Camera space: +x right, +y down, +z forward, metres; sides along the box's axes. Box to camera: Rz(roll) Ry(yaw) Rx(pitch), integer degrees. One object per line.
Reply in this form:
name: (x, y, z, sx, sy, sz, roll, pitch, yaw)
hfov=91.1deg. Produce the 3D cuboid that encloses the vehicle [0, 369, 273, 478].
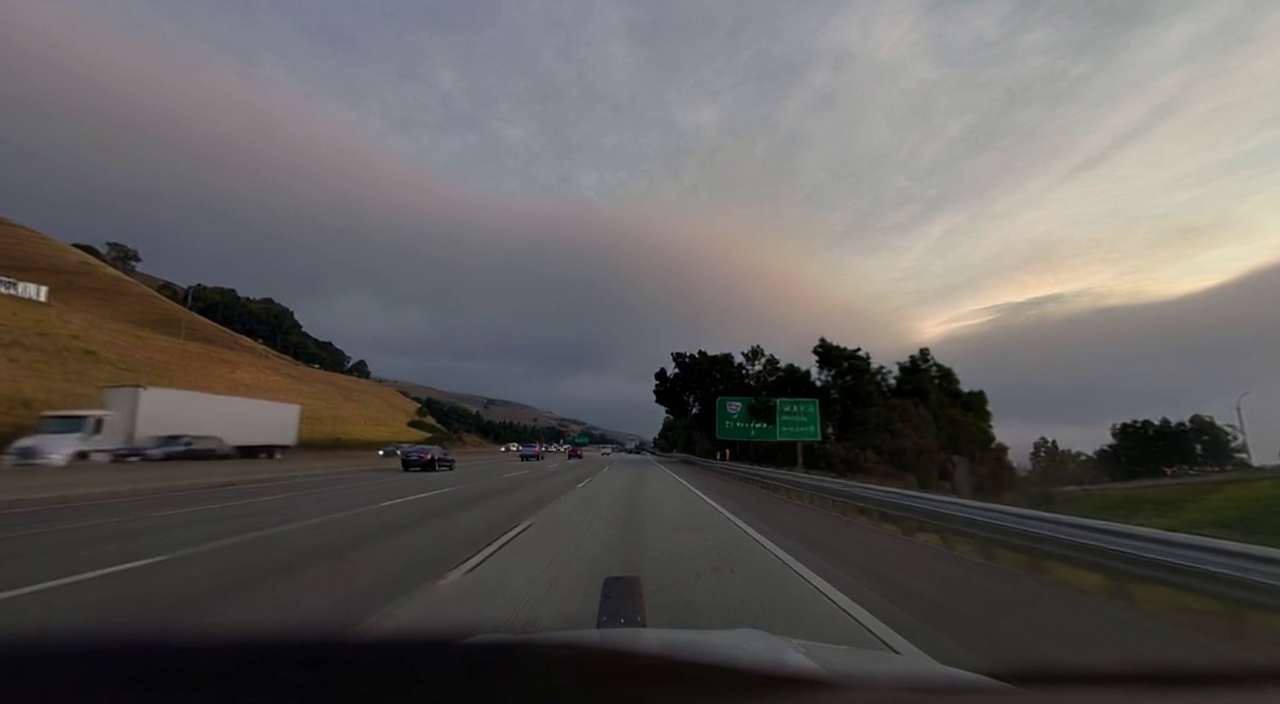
vehicle: (-21.944, 3.417, 28.398, 2.931, 3.787, 12.999, 0, -8, 0)

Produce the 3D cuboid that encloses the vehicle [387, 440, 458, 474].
vehicle: (-11.058, 5.346, 32.317, 2.001, 1.625, 4.528, 0, -8, 0)

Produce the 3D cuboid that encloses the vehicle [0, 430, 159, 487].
vehicle: (-17.570, 3.225, 19.391, 1.940, 1.542, 4.410, 0, -8, 0)
